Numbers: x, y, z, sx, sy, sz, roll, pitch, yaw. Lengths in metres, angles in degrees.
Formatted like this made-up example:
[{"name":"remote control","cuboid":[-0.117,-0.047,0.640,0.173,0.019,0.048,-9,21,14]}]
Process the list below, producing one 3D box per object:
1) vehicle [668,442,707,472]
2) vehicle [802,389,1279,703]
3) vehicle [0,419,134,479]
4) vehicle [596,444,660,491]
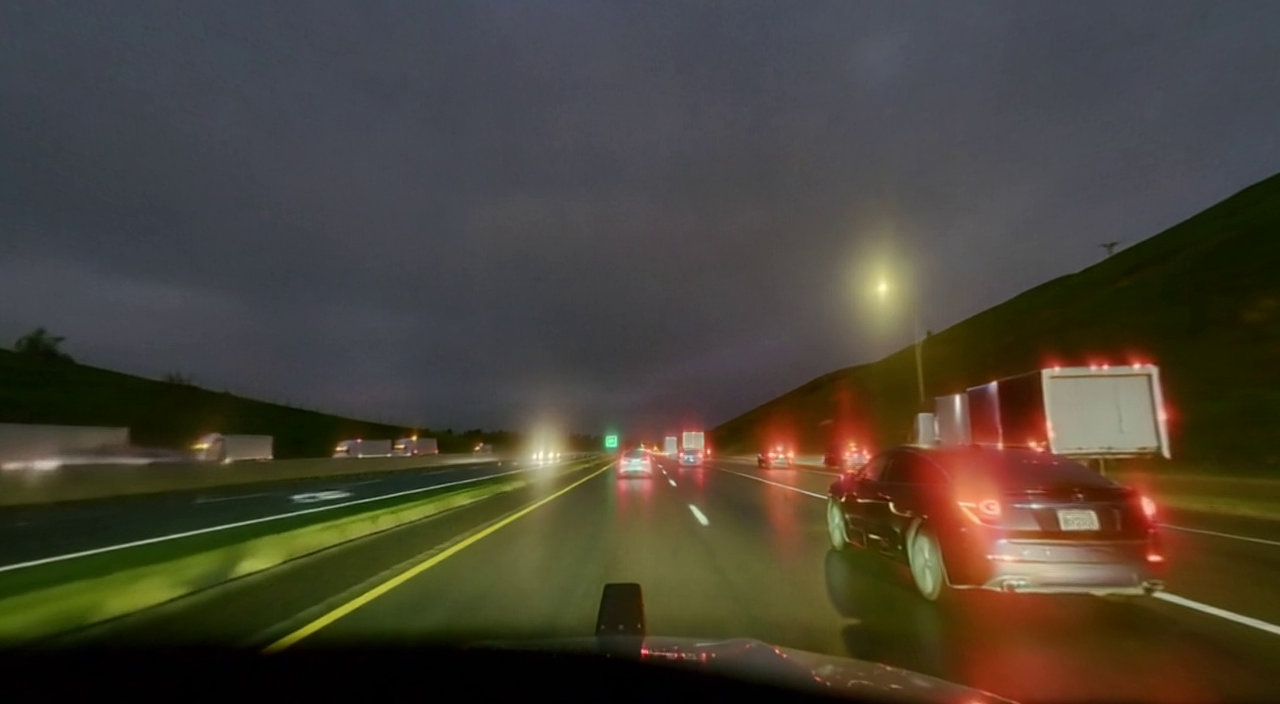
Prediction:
[{"name":"vehicle","cuboid":[2.813,6.405,38.568,2.048,1.704,4.284,0,-9,0]},{"name":"vehicle","cuboid":[2.996,1.291,5.125,1.997,1.534,4.664,0,-9,-1]},{"name":"vehicle","cuboid":[-36.745,5.446,35.322,2.760,3.231,16.626,0,-9,2]},{"name":"vehicle","cuboid":[-0.402,3.884,21.474,1.970,1.441,3.846,0,-9,-1]}]
